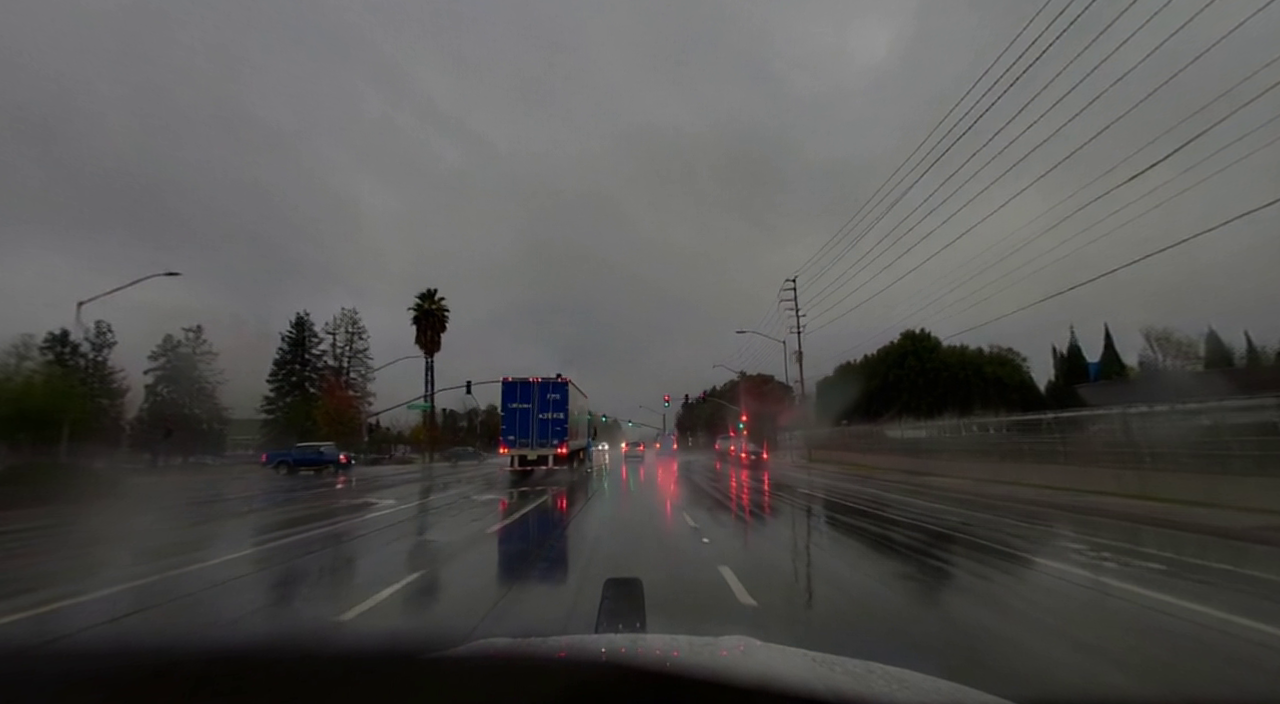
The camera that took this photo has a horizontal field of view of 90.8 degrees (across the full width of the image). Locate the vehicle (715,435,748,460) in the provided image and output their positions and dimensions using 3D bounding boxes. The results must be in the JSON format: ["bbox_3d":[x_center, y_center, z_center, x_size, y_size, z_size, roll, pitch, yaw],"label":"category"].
[{"bbox_3d":[6.338,6.620,43.867,2.102,1.662,4.533,-1,-8,7],"label":"vehicle"}]

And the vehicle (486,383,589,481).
[{"bbox_3d":[-3.845,3.365,25.923,2.889,3.347,8.285,0,-8,0],"label":"vehicle"}]
